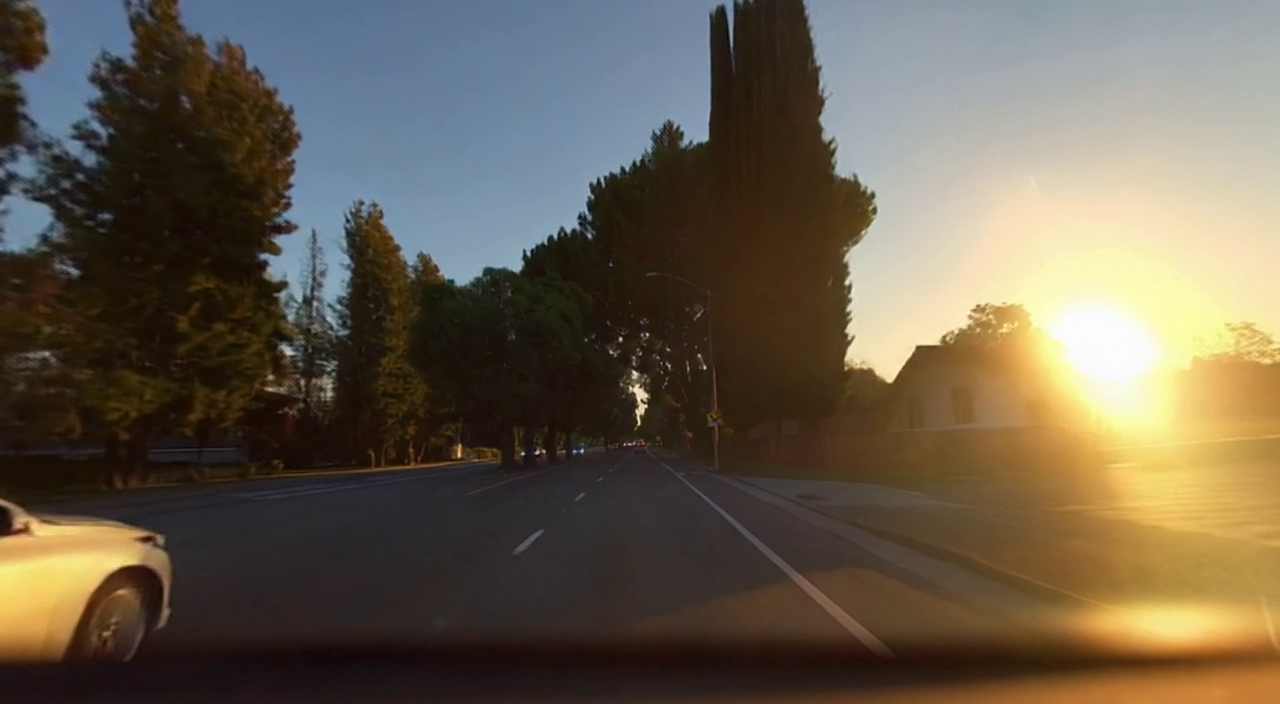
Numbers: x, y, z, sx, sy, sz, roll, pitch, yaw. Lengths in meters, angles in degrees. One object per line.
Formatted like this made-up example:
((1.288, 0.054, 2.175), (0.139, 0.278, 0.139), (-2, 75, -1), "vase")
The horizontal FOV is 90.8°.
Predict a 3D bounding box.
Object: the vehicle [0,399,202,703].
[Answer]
((-3.324, 0.705, 0.801), (2.020, 1.478, 4.890), (0, -8, 0), "vehicle")
